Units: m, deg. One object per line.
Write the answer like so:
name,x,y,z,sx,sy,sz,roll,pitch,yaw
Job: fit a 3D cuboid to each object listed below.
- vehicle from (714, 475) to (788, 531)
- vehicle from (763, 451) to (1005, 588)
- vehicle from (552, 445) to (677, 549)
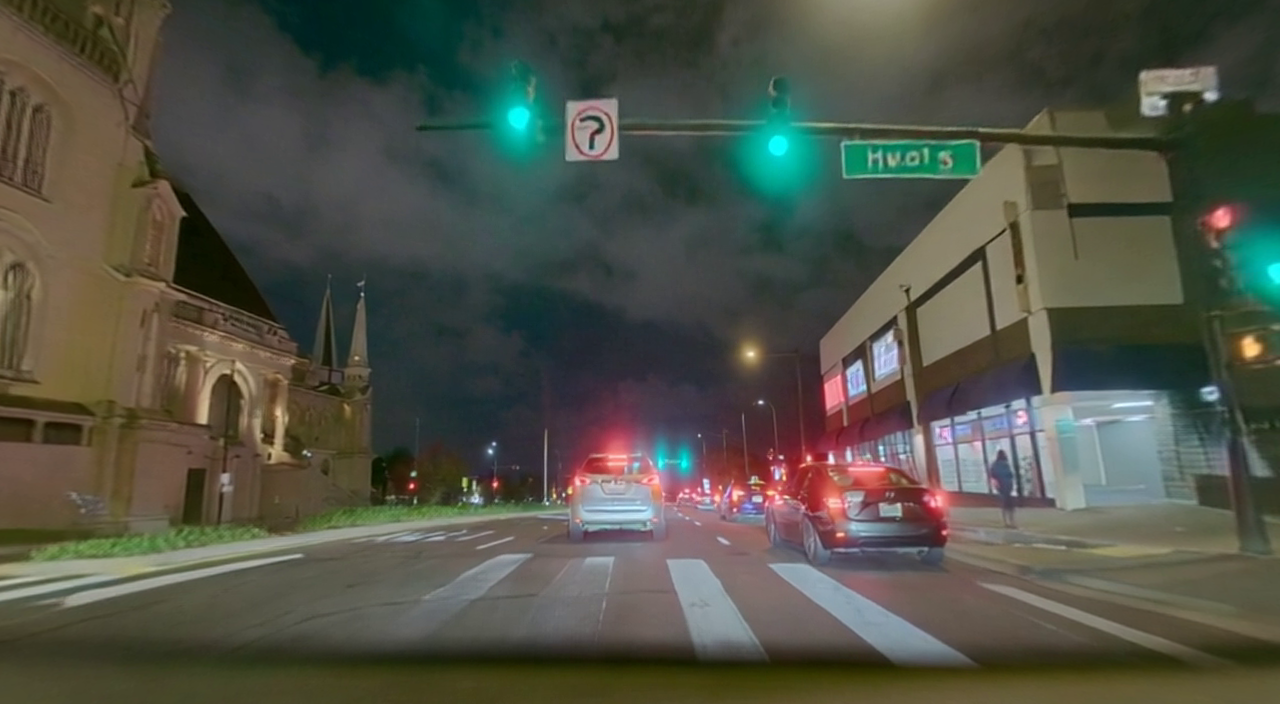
vehicle,3.663,5.058,21.548,1.890,1.491,4.166,0,-8,2
vehicle,3.195,2.255,9.434,1.883,1.472,4.471,0,-8,1
vehicle,-0.444,2.830,13.087,2.168,1.776,4.135,0,-8,0
